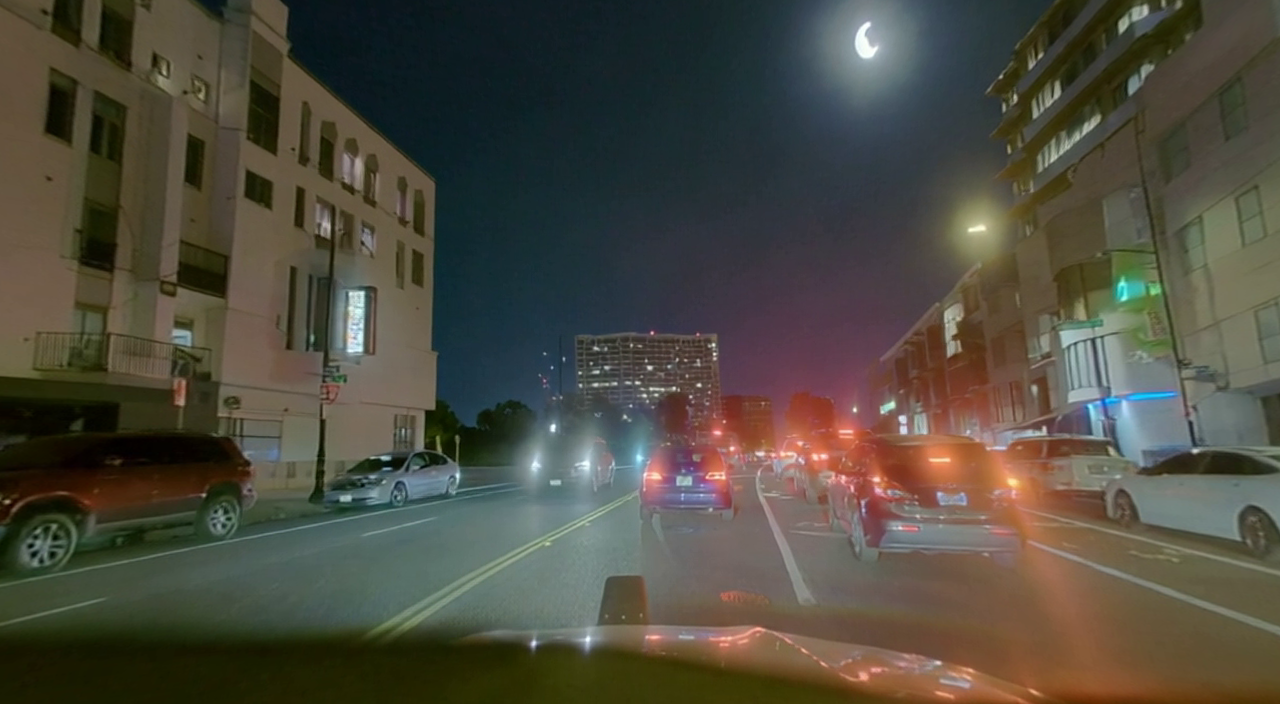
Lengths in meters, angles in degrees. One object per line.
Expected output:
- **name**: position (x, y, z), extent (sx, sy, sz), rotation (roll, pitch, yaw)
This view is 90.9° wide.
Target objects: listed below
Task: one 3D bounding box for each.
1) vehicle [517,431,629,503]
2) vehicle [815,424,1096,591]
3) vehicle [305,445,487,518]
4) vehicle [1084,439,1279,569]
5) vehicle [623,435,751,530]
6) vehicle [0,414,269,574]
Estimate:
- **vehicle**: position (-1.701, 3.140, 17.754), extent (2.030, 1.730, 4.453), rotation (-1, -8, 9)
- **vehicle**: position (3.503, 1.748, 8.023), extent (1.982, 1.510, 4.144), rotation (-1, -9, 9)
- **vehicle**: position (-5.740, 3.059, 15.532), extent (1.928, 1.503, 4.322), rotation (-2, -9, 15)
- **vehicle**: position (8.700, 2.014, 8.980), extent (1.901, 1.500, 4.729), rotation (-1, -8, 9)
- **vehicle**: position (1.015, 2.341, 11.920), extent (2.031, 1.461, 3.763), rotation (-1, -8, 9)
- **vehicle**: position (-7.791, 1.942, 8.824), extent (1.934, 1.770, 4.546), rotation (-9, -9, 9)
